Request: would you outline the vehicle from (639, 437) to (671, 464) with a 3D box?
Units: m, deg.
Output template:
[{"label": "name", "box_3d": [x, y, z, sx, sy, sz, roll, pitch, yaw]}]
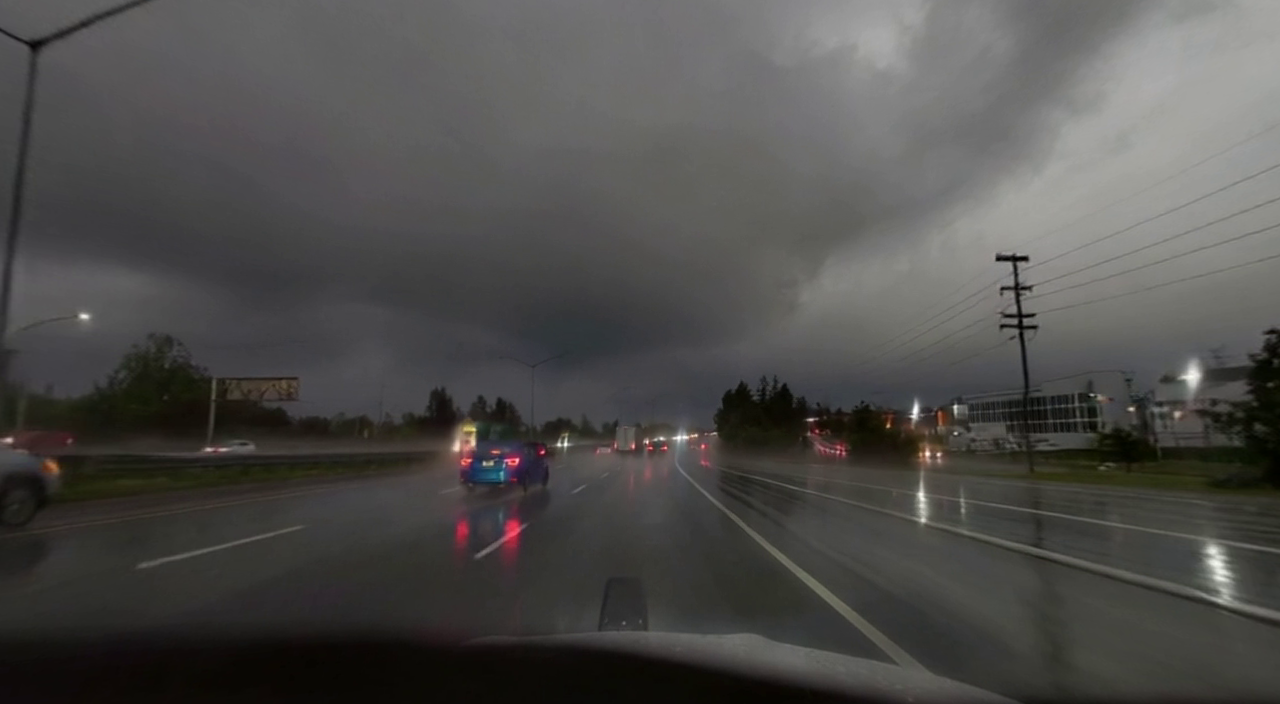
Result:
[{"label": "vehicle", "box_3d": [1.197, 7.745, 49.719, 2.373, 1.935, 4.448, -1, -8, 2]}]

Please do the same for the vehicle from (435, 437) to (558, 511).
[{"label": "vehicle", "box_3d": [-3.220, 2.806, 14.990, 1.953, 1.511, 3.704, -1, -8, 2]}]
